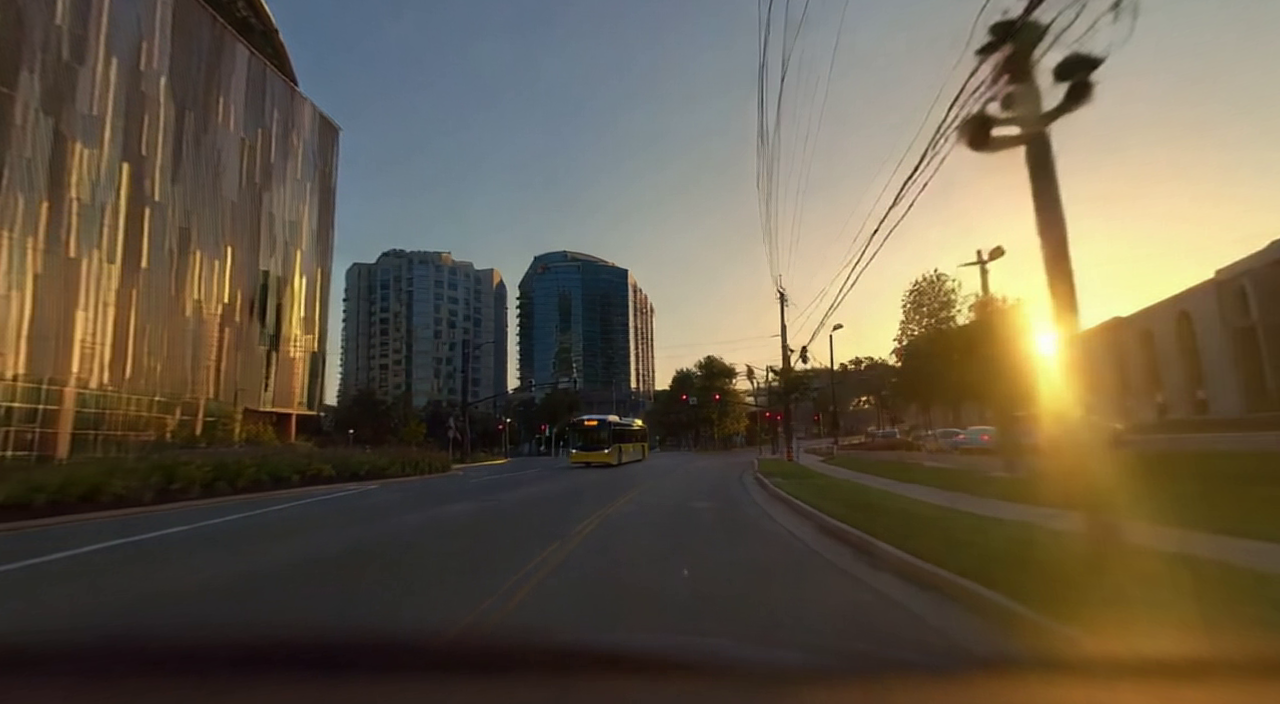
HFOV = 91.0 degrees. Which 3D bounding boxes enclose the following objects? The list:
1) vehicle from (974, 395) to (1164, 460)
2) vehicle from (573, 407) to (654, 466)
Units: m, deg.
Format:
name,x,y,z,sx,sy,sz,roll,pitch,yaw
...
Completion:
name,x,y,z,sx,sy,sz,roll,pitch,yaw
vehicle,14.475,2.644,21.588,4.647,1.951,2.304,-3,-9,6
vehicle,-1.542,6.560,48.023,3.148,3.729,14.894,-1,-9,9
